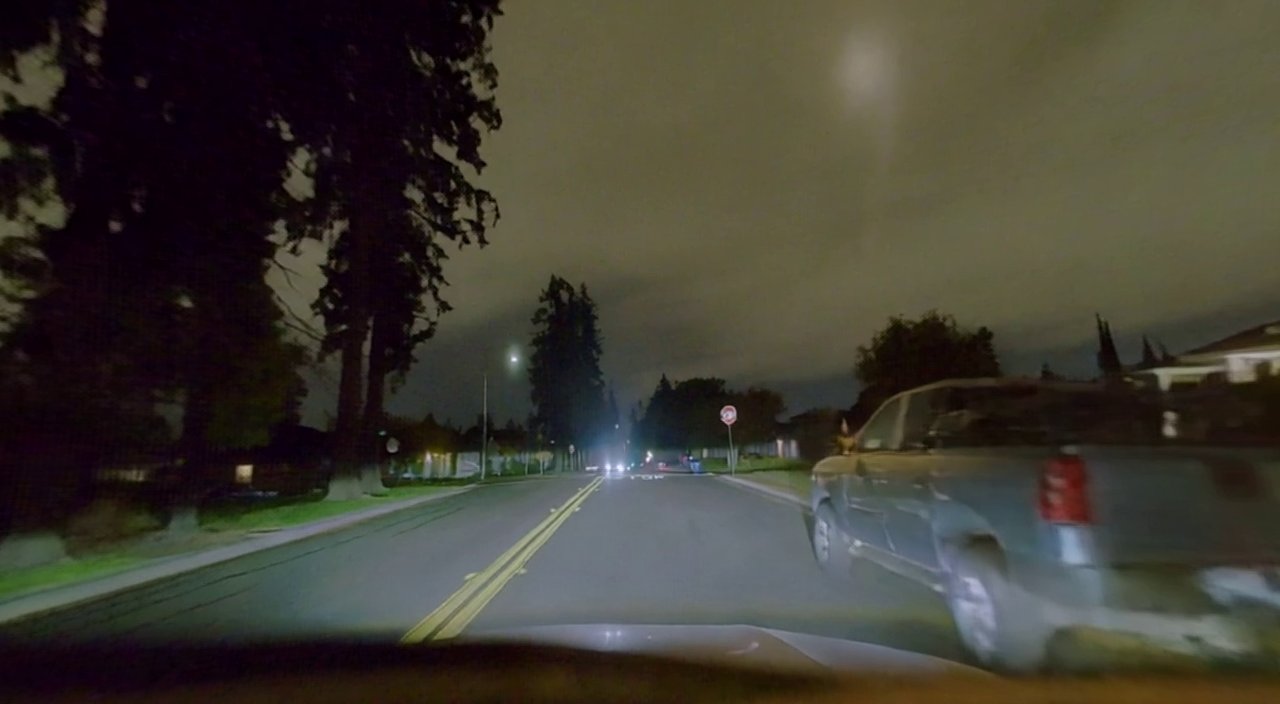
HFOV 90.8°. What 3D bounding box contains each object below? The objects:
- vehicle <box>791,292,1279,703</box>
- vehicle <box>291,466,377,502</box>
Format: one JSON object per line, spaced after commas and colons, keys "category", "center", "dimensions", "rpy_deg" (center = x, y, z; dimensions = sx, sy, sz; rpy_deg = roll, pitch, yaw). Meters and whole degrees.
{"category": "vehicle", "center": [2.693, 1.013, 4.539], "dimensions": [2.109, 1.875, 4.488], "rpy_deg": [-1, -8, 1]}
{"category": "vehicle", "center": [-18.527, 7.979, 38.242], "dimensions": [4.274, 1.626, 2.093], "rpy_deg": [-7, -9, 10]}
